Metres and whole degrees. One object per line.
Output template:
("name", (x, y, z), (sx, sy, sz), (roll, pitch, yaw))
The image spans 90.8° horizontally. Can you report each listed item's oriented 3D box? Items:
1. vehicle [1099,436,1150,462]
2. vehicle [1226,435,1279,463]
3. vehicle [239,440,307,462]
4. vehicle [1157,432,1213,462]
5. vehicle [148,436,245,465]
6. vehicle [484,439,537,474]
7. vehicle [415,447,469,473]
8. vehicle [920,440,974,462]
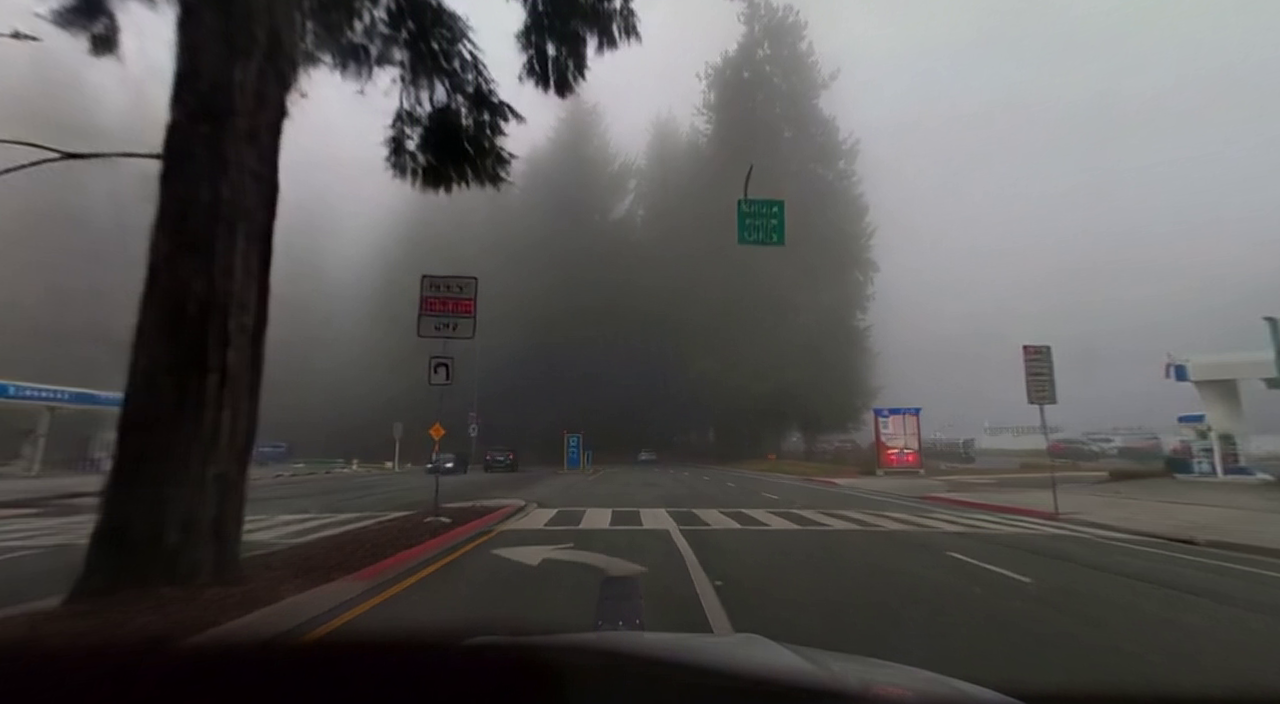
("vehicle", (28.880, 5.766, 37.607), (1.815, 1.480, 4.406), (-8, -12, 43))
("vehicle", (32.542, 5.157, 33.625), (1.771, 1.422, 3.931), (-8, -11, 41))
("vehicle", (-28.632, 7.737, 49.432), (4.390, 1.665, 1.934), (4, -10, -27))
("vehicle", (30.672, 5.366, 35.515), (2.103, 1.561, 4.355), (-8, -11, 41))
("vehicle", (-28.841, 6.418, 41.142), (4.938, 1.778, 1.954), (6, -11, -37))
("vehicle", (-6.866, 5.586, 33.961), (1.987, 1.747, 4.545), (0, -9, -2))
("vehicle", (-11.796, 6.449, 38.020), (1.909, 1.469, 4.370), (0, -9, -1))
("vehicle", (21.799, 7.002, 44.775), (4.557, 1.434, 1.916), (8, -12, -44))
